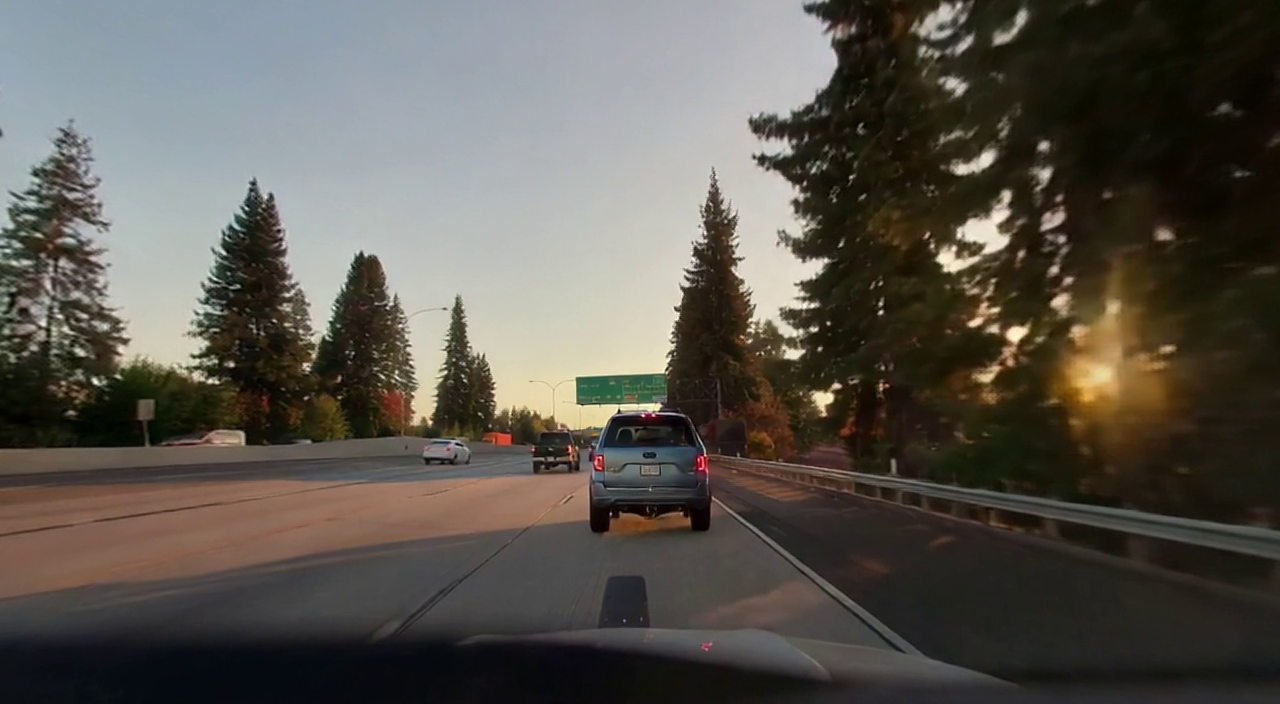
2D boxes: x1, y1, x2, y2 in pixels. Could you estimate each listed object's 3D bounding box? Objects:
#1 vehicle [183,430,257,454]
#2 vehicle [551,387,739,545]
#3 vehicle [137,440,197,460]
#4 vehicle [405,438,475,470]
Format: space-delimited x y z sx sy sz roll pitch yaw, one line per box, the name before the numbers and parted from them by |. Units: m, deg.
vehicle | -29.679 6.390 44.707 2.125 1.572 4.385 -1 -9 2
vehicle | 0.069 1.818 10.519 2.395 2.013 4.734 0 -9 0
vehicle | -33.565 6.982 44.863 1.488 1.366 3.409 -1 -9 3
vehicle | -10.245 5.275 32.756 2.002 1.484 4.798 0 -9 1
